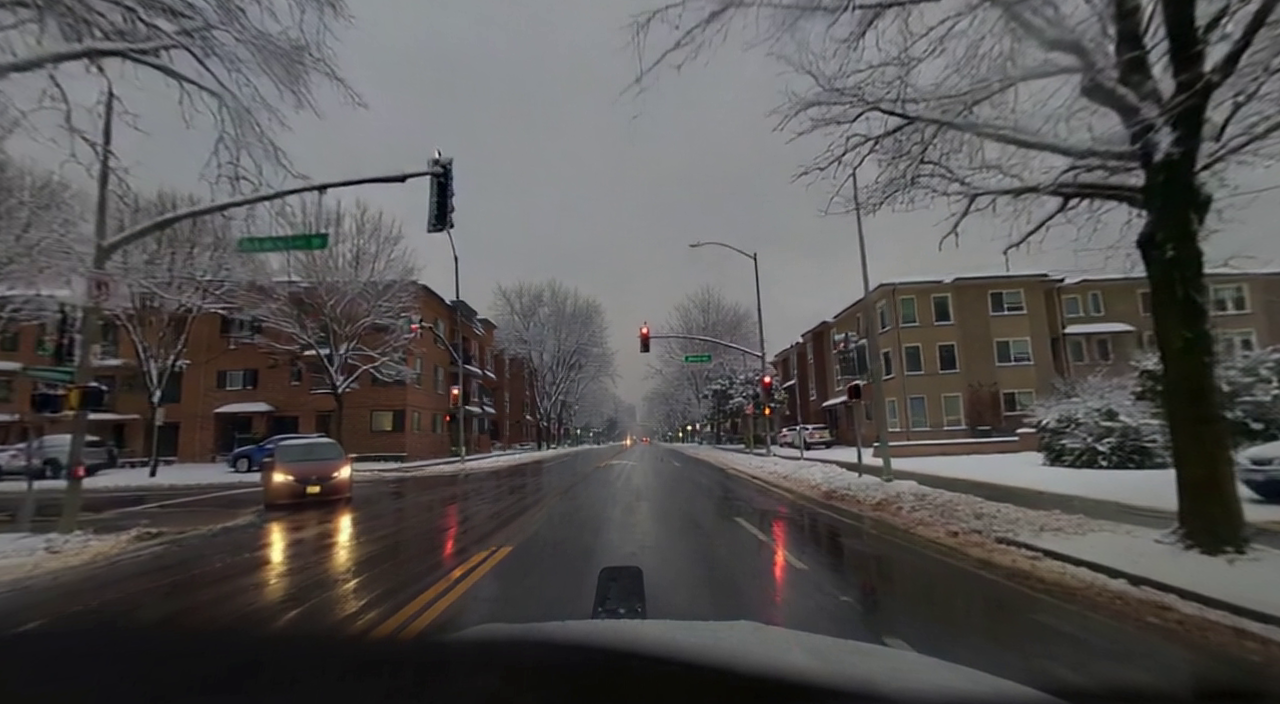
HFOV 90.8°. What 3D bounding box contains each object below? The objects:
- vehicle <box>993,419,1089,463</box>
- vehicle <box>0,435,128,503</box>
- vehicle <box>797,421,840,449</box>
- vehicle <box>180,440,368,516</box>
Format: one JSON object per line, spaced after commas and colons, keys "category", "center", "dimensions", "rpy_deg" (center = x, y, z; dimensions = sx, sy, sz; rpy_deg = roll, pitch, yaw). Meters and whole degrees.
{"category": "vehicle", "center": [17.090, 3.846, 27.183], "dimensions": [2.013, 1.722, 4.007], "rpy_deg": [-2, -9, 11]}
{"category": "vehicle", "center": [-18.804, 3.514, 19.027], "dimensions": [4.804, 1.842, 2.171], "rpy_deg": [-1, -8, -2]}
{"category": "vehicle", "center": [11.447, 5.410, 40.811], "dimensions": [1.950, 1.714, 4.245], "rpy_deg": [-1, -9, 6]}
{"category": "vehicle", "center": [-8.237, 2.836, 14.164], "dimensions": [4.135, 1.424, 1.945], "rpy_deg": [-10, -12, 33]}
